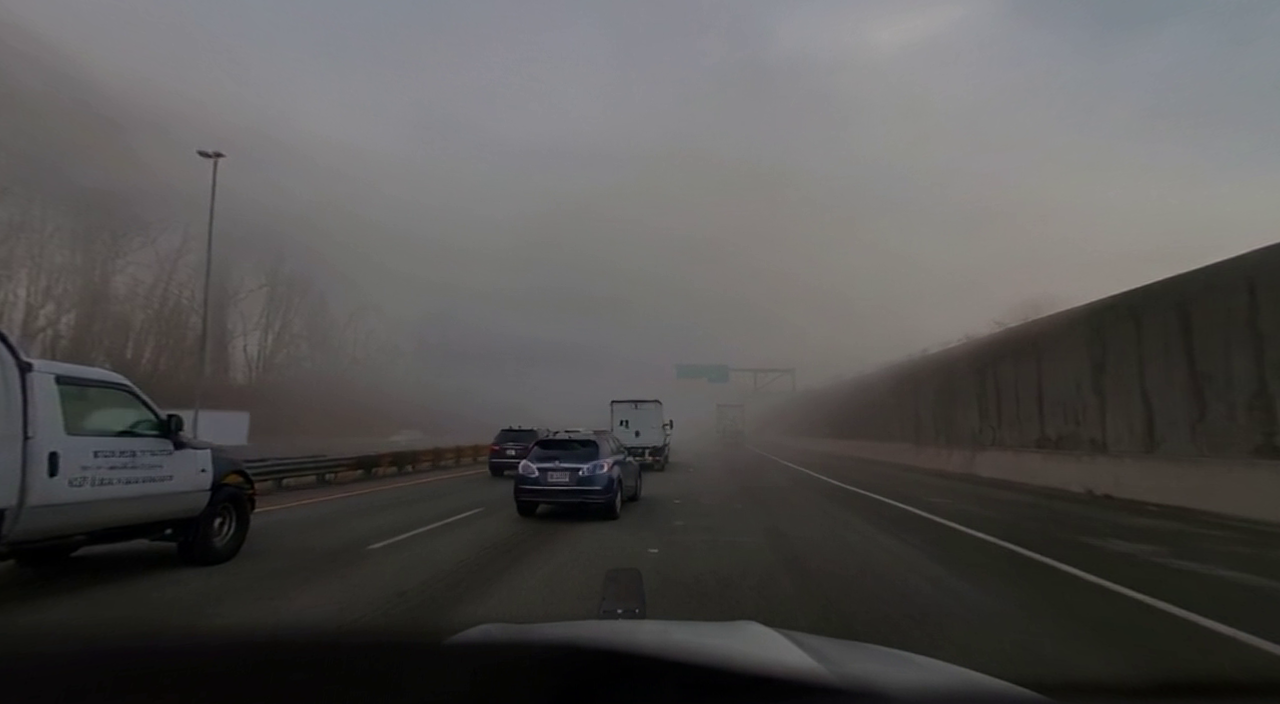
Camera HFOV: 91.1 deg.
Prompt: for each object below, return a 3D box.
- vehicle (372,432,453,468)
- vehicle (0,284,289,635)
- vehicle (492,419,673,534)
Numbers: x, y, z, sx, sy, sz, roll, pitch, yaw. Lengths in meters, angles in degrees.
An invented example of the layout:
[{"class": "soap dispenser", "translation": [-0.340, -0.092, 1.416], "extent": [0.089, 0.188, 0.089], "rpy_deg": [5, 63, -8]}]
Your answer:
[{"class": "vehicle", "translation": [-10.837, 4.683, 30.294], "extent": [1.920, 1.587, 4.323], "rpy_deg": [-1, -8, 6]}, {"class": "vehicle", "translation": [-5.655, 0.781, 4.639], "extent": [2.386, 2.435, 5.831], "rpy_deg": [-1, -8, 5]}, {"class": "vehicle", "translation": [-0.671, 1.914, 10.411], "extent": [2.089, 1.485, 4.153], "rpy_deg": [-1, -8, 7]}]
